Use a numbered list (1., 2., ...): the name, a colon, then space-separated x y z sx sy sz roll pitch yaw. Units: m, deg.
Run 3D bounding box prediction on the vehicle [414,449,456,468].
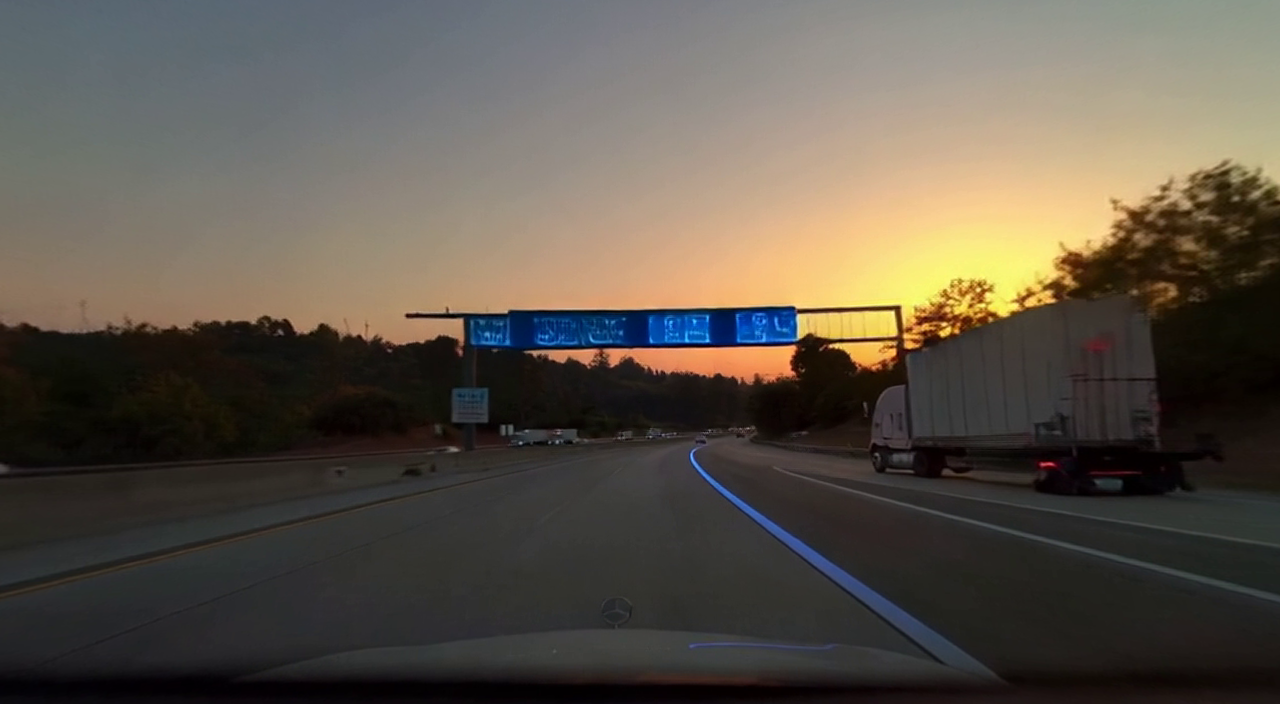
1. vehicle: -14.742 7.684 45.436 1.651 1.224 3.682 -1 -8 3
